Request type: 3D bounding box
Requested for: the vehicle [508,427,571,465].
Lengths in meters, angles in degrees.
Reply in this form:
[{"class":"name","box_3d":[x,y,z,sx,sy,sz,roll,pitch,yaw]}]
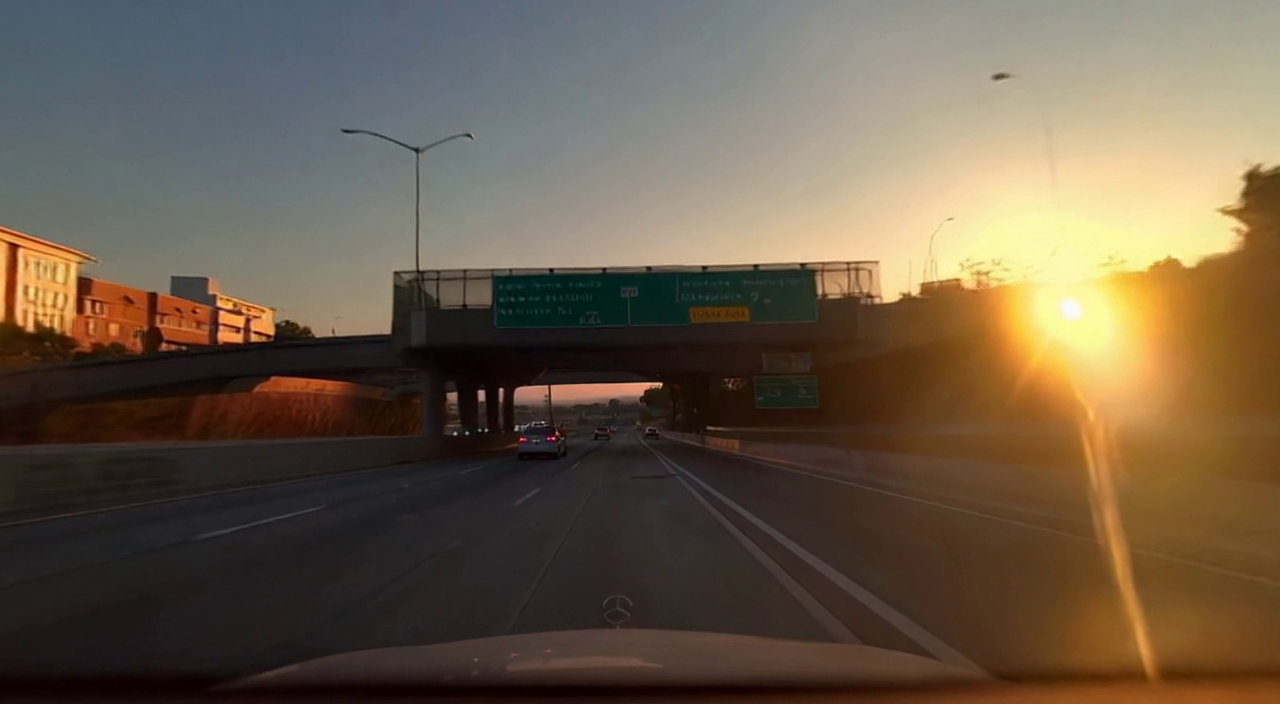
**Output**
[{"class":"vehicle","box_3d":[-4.242,4.054,27.263,1.996,1.490,4.571,0,-8,0]}]
